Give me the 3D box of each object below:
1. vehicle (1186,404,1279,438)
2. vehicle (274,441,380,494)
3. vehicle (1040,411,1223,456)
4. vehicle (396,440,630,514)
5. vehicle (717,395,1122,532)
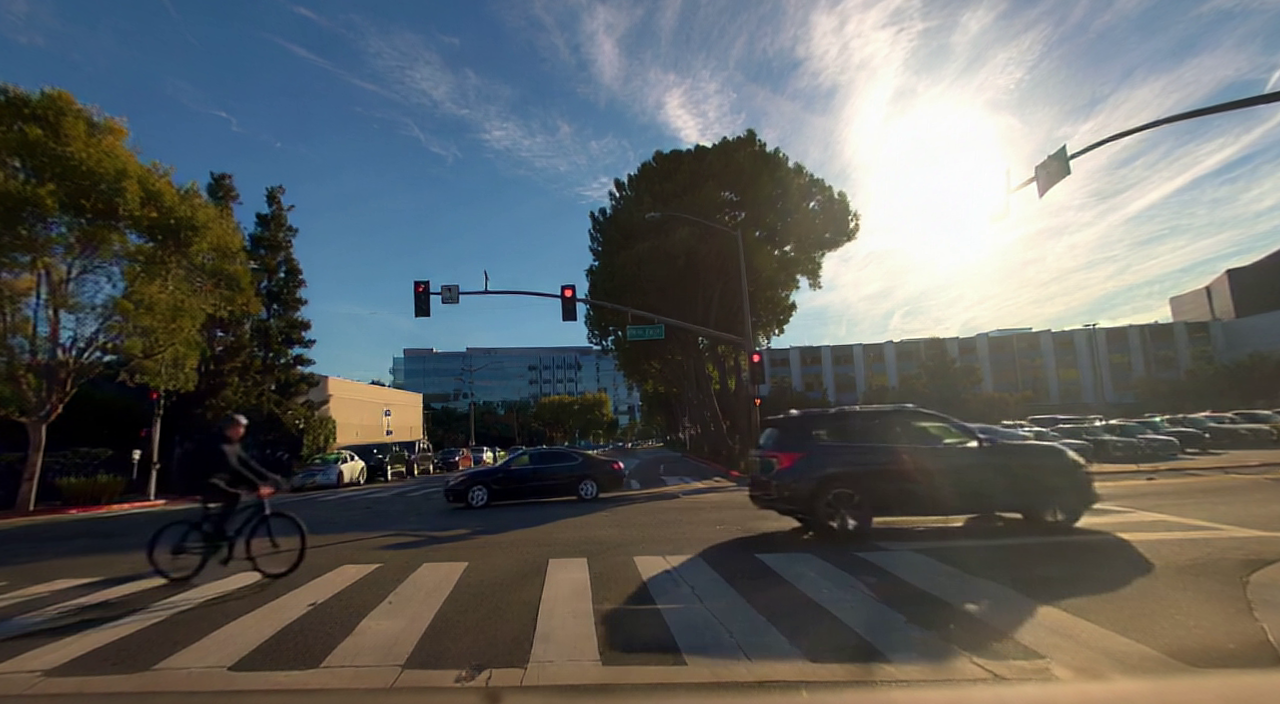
[{"bbox_3d":[34.900,4.018,36.646,4.326,1.511,1.725,-8,-9,17],"label":"vehicle"},{"bbox_3d":[-13.737,5.055,28.139,2.251,1.957,4.968,-4,-9,-1],"label":"vehicle"},{"bbox_3d":[16.958,2.903,22.101,4.560,1.453,1.851,-3,-9,18],"label":"vehicle"},{"bbox_3d":[-2.510,2.583,13.304,4.533,1.419,1.755,0,-9,-4],"label":"vehicle"},{"bbox_3d":[3.806,1.666,9.610,5.122,1.781,2.098,-1,-9,5],"label":"vehicle"}]
